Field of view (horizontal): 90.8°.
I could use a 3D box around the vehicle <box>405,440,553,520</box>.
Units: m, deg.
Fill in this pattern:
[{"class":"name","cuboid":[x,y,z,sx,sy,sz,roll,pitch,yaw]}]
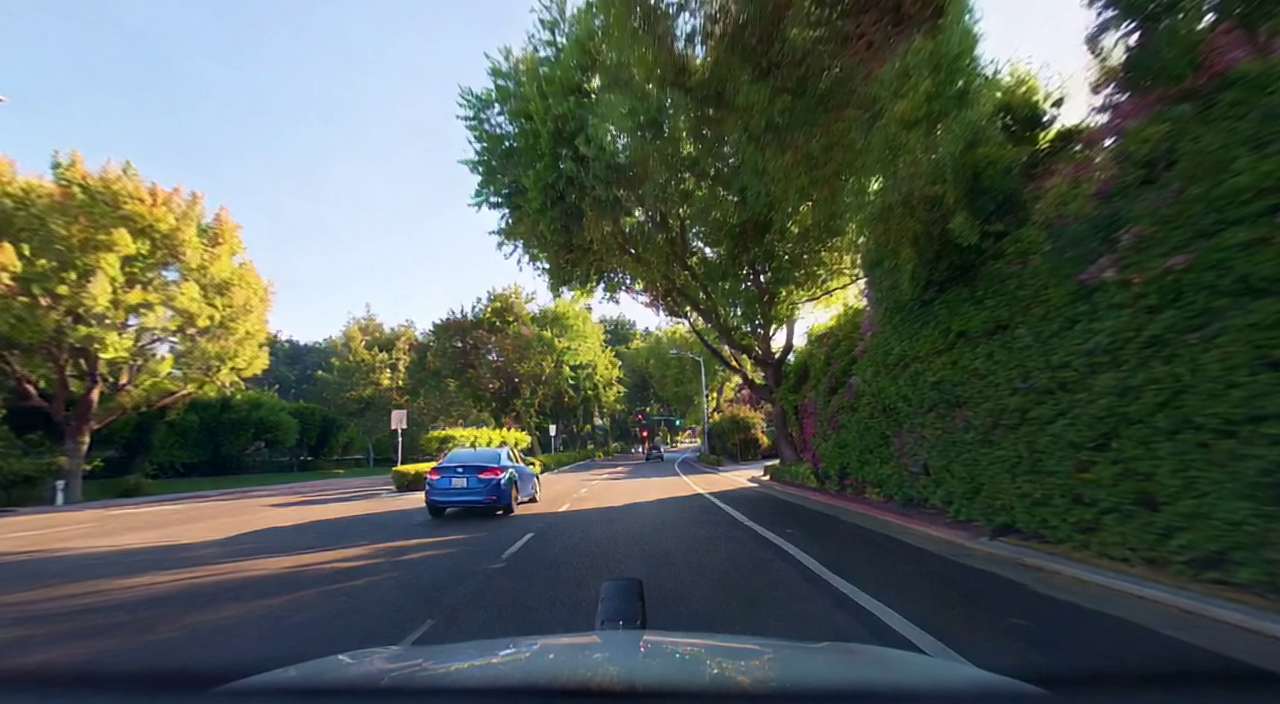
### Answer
[{"class":"vehicle","cuboid":[-3.370,2.782,14.322,2.038,1.486,4.678,0,-9,1]}]
